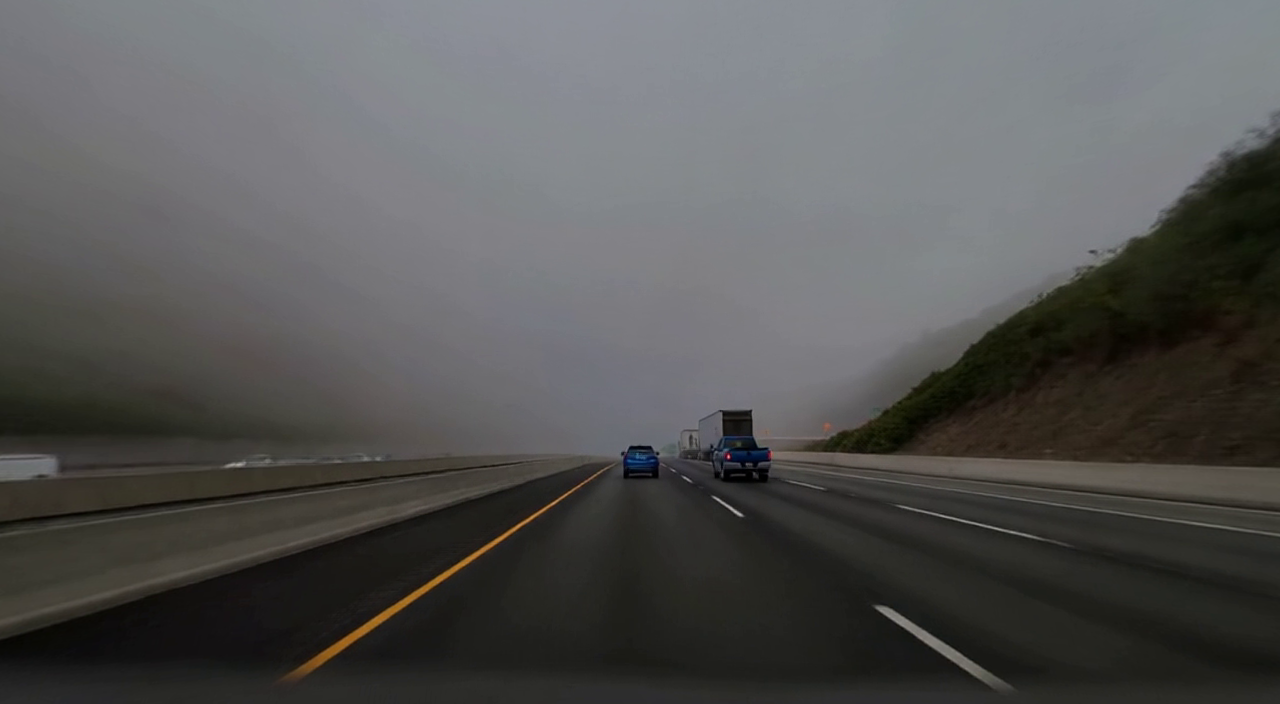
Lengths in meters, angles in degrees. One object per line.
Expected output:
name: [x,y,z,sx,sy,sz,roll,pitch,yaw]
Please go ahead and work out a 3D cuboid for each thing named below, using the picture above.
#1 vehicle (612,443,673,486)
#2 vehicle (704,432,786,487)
vehicle: [0.056,4.188,23.776,2.083,1.477,3.965,0,-9,-1]
vehicle: [3.736,3.931,23.363,2.098,1.794,4.561,0,-9,-2]
